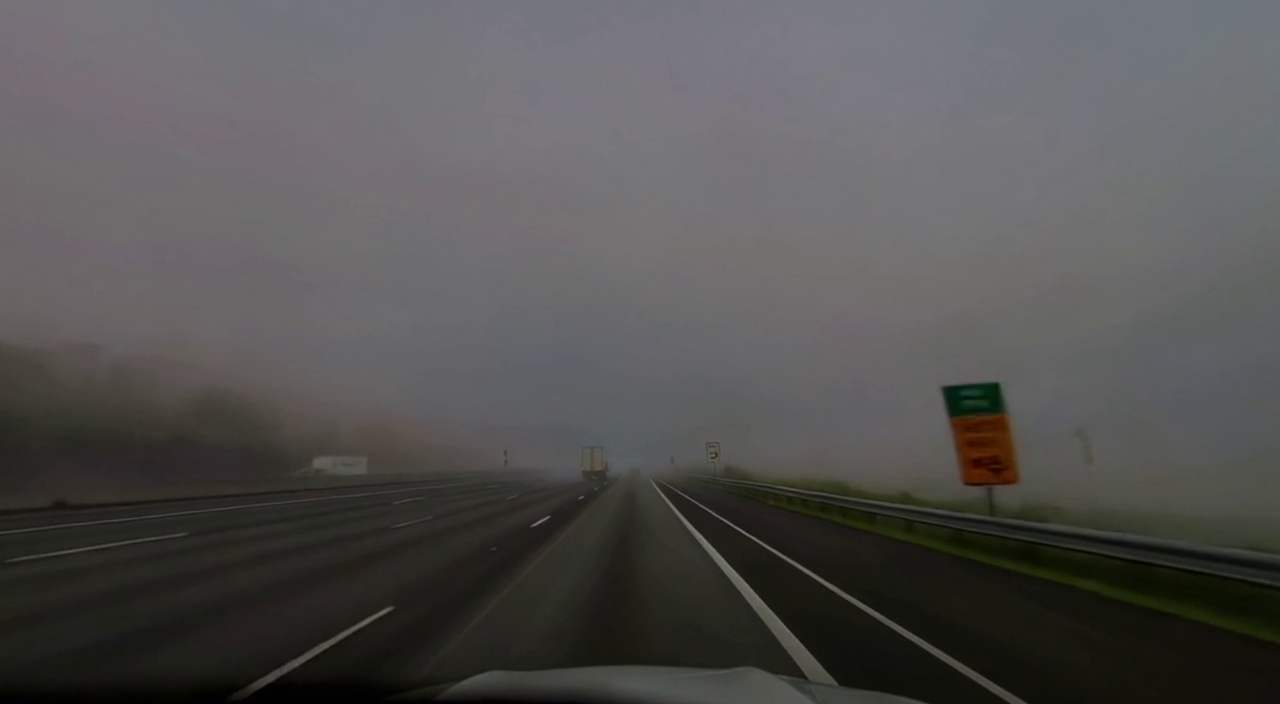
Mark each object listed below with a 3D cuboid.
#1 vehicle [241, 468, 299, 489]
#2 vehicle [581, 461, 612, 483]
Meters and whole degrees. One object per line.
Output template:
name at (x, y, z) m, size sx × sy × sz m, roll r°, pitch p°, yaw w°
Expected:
vehicle at (-25.911, 8.850, 44.231) m, size 1.728 × 1.373 × 3.849 m, roll 1°, pitch -11°, yaw -1°
vehicle at (-3.305, 9.256, 48.671) m, size 2.092 × 1.642 × 3.895 m, roll 1°, pitch -10°, yaw -1°
